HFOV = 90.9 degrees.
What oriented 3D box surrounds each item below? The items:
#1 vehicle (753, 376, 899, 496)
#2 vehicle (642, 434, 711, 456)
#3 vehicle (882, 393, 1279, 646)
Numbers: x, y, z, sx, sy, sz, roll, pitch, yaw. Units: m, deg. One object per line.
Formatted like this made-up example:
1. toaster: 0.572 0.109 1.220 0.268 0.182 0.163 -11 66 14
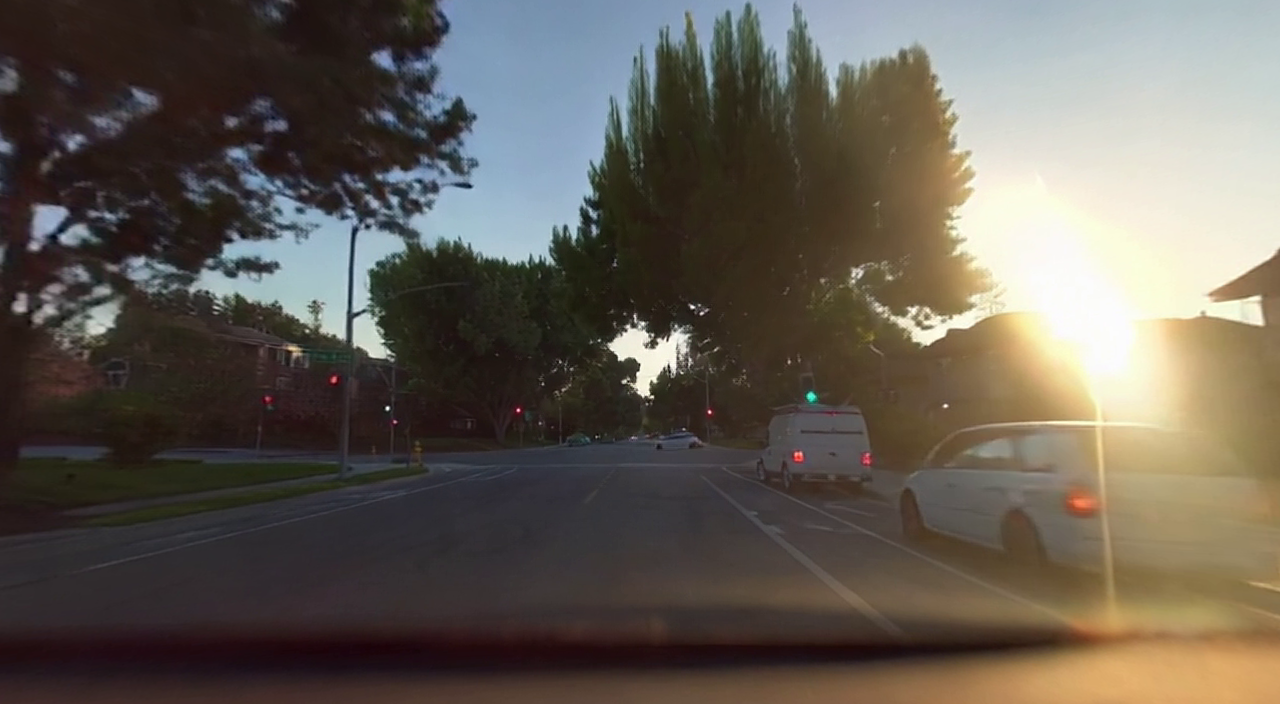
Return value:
1. vehicle: 4.812 2.300 17.329 2.398 2.806 4.857 0 -8 -1
2. vehicle: 2.465 6.377 43.319 4.606 1.452 1.917 -1 -8 3
3. vehicle: 4.614 1.471 6.747 2.202 1.712 4.813 0 -8 1
